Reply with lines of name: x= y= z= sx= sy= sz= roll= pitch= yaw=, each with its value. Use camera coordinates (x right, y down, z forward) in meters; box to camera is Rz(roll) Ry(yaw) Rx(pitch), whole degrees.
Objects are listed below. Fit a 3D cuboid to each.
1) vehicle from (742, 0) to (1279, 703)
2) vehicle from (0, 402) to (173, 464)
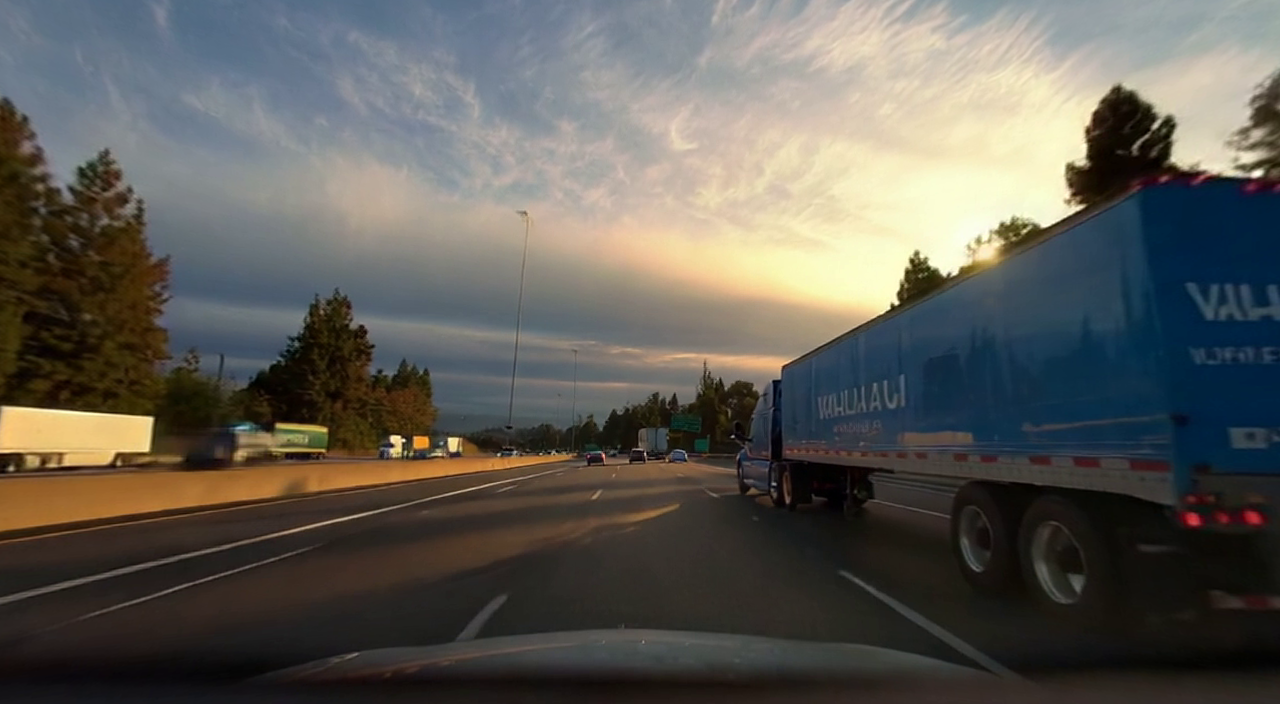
vehicle: x=4.426 y=0.963 z=10.537 sx=2.847 sy=4.075 sz=14.244 roll=0 pitch=-9 yaw=-1
vehicle: x=-41.779 y=5.768 z=44.104 sx=3.143 sy=4.022 sz=14.844 roll=-4 pitch=-10 yaw=22
